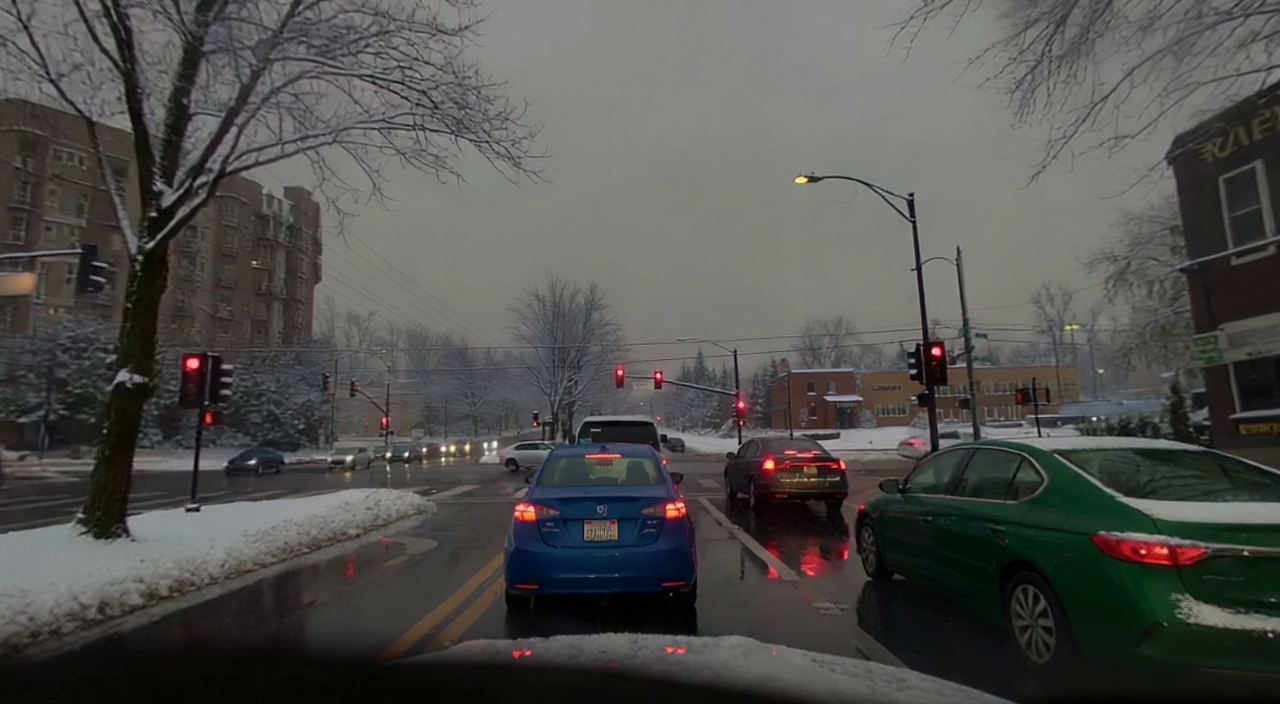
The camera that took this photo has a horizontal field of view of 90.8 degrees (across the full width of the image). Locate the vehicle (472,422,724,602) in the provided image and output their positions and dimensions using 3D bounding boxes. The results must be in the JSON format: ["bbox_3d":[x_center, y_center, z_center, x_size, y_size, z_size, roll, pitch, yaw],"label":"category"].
[{"bbox_3d":[-0.370,1.651,7.380,2.143,1.520,3.848,0,-8,0],"label":"vehicle"}]

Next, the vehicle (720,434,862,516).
[{"bbox_3d":[3.156,2.673,14.303,2.026,1.549,4.559,0,-8,-1],"label":"vehicle"}]

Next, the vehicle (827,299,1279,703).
[{"bbox_3d":[3.577,1.107,5.053,2.572,1.945,5.065,0,-8,0],"label":"vehicle"}]

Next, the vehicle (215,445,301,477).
[{"bbox_3d":[-21.648,6.168,36.042,1.935,1.701,4.590,0,-8,1],"label":"vehicle"}]

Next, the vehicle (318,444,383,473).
[{"bbox_3d":[-17.918,6.565,39.327,1.976,1.667,4.274,0,-8,0],"label":"vehicle"}]
